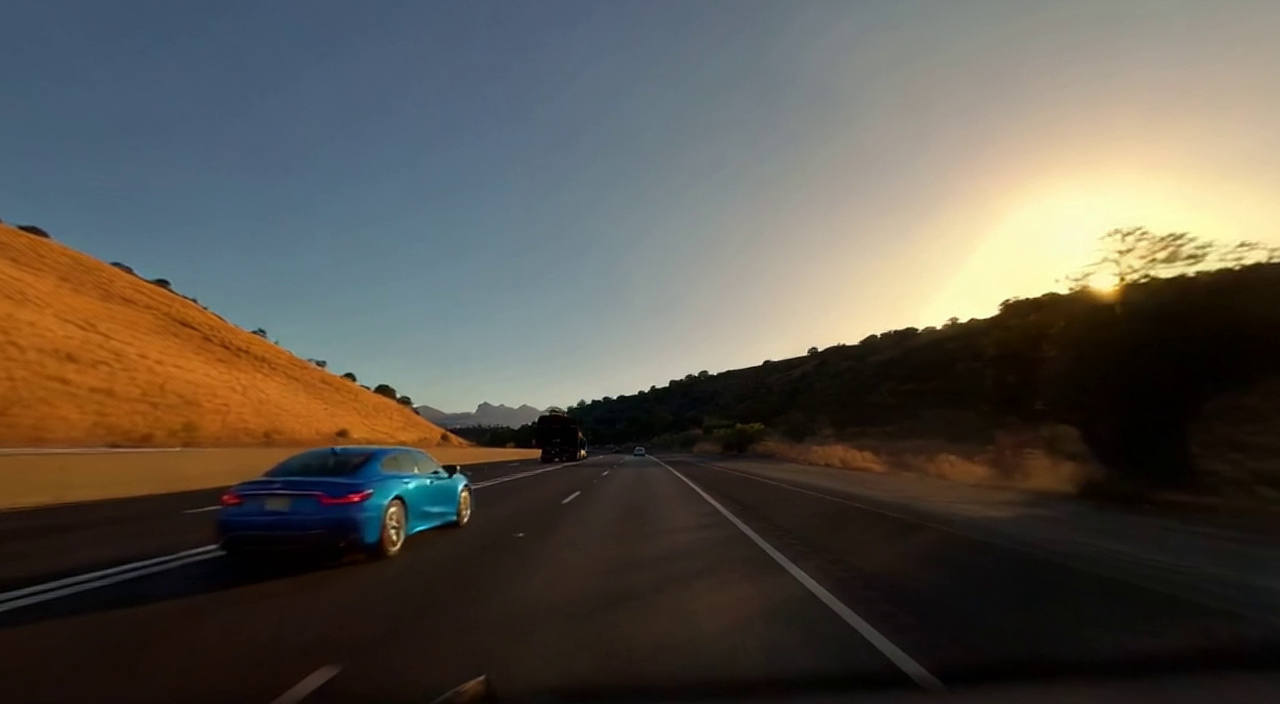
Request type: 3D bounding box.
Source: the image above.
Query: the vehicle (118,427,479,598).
[{"bbox_3d":[-3.844,1.869,8.383,2.038,1.596,4.769,0,-8,1],"label":"vehicle"}]
